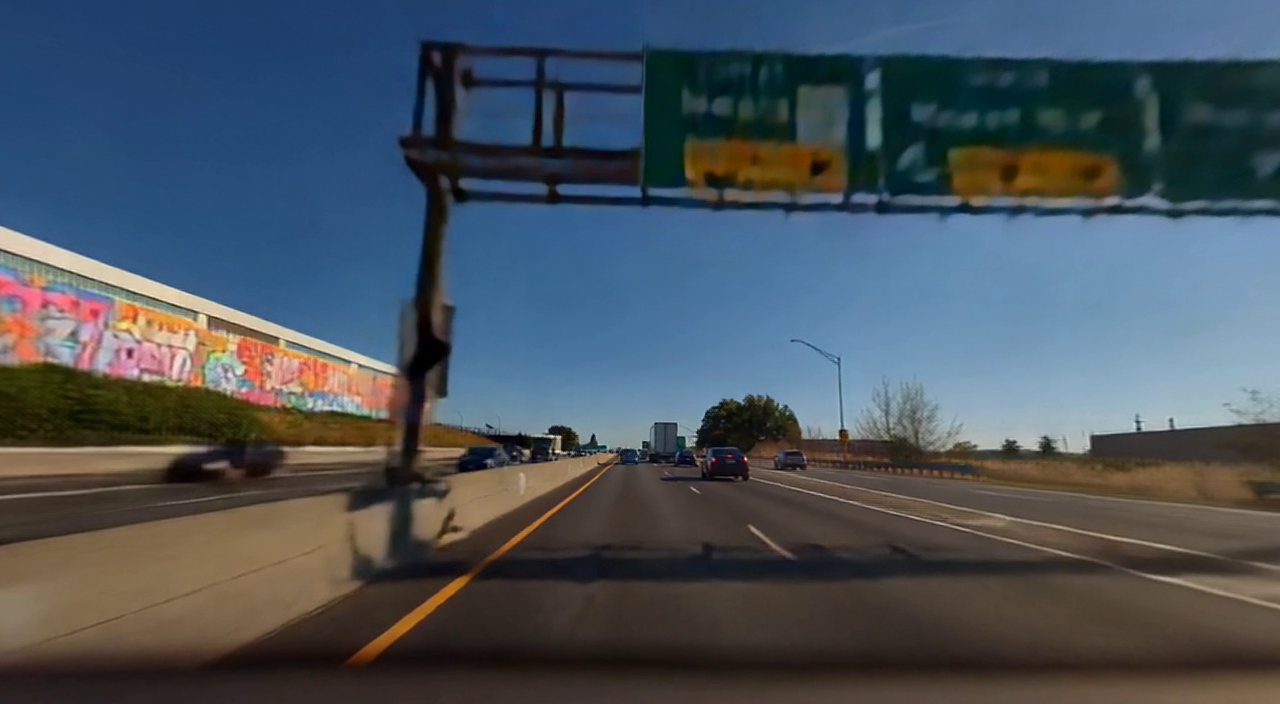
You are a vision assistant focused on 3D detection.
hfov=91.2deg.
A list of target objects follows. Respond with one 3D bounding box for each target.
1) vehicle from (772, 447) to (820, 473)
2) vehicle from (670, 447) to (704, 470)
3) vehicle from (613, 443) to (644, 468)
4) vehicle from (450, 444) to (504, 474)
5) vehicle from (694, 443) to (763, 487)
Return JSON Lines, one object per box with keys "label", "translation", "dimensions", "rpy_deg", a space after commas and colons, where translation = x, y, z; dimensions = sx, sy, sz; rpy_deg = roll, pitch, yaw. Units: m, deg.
{"label": "vehicle", "translation": [10.410, 7.201, 42.104], "dimensions": [2.107, 1.648, 4.324], "rpy_deg": [0, -9, 1]}
{"label": "vehicle", "translation": [3.440, 7.869, 46.407], "dimensions": [2.085, 1.588, 4.436], "rpy_deg": [0, -9, -1]}
{"label": "vehicle", "translation": [-0.867, 7.729, 46.767], "dimensions": [2.169, 1.753, 4.151], "rpy_deg": [0, -9, -1]}
{"label": "vehicle", "translation": [-8.771, 5.773, 34.111], "dimensions": [1.896, 1.492, 4.099], "rpy_deg": [0, -9, -1]}
{"label": "vehicle", "translation": [3.465, 4.527, 25.480], "dimensions": [2.045, 1.605, 4.674], "rpy_deg": [0, -9, -1]}
